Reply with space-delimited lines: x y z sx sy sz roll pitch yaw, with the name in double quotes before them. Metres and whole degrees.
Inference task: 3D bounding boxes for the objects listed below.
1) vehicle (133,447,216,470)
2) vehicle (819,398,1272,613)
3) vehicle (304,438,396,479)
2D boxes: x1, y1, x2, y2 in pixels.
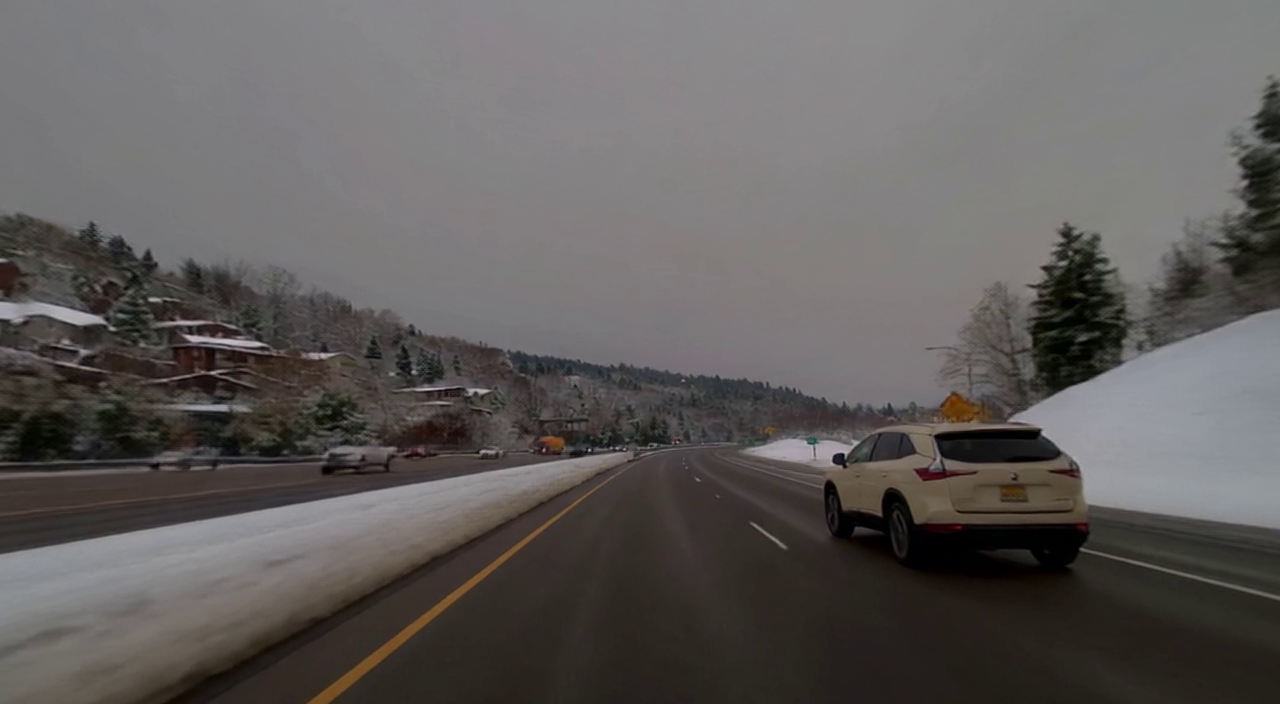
"vehicle" -32.364 7.395 43.927 1.971 1.477 4.562 -1 -9 5
"vehicle" 4.022 1.612 7.568 2.318 1.766 4.587 0 -9 -1
"vehicle" -16.217 5.953 35.643 2.238 2.109 5.879 0 -9 2
